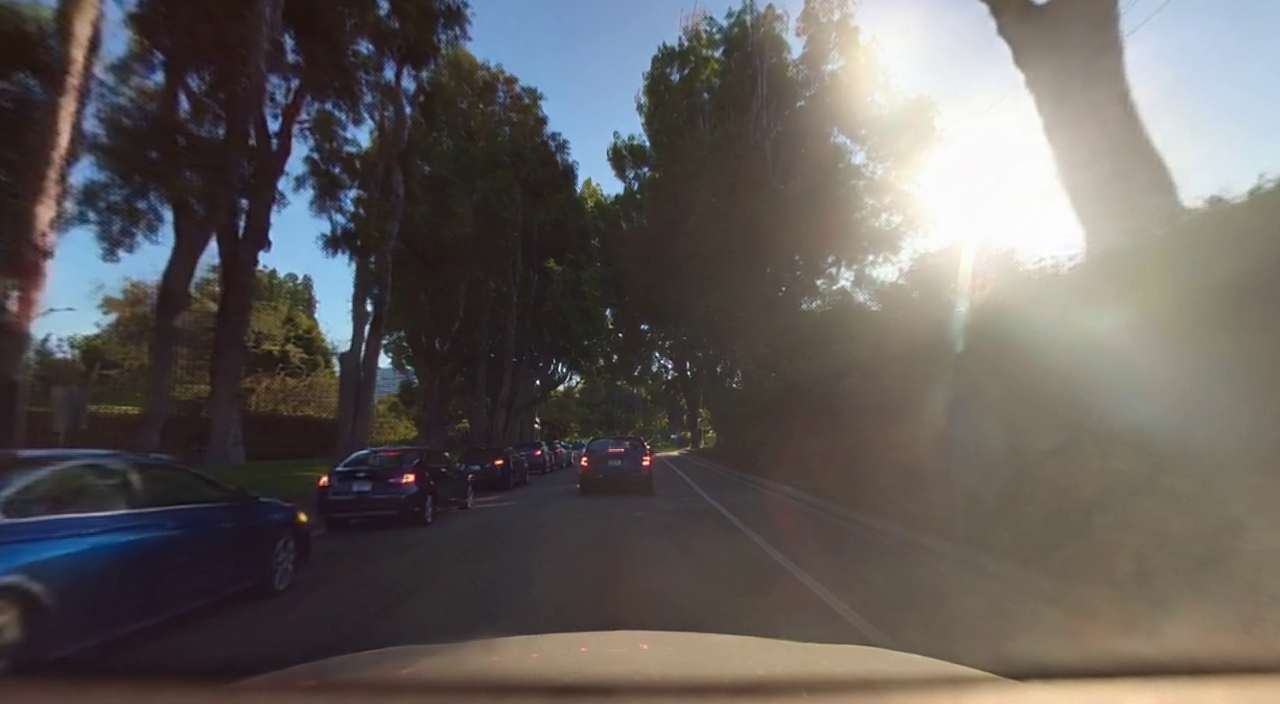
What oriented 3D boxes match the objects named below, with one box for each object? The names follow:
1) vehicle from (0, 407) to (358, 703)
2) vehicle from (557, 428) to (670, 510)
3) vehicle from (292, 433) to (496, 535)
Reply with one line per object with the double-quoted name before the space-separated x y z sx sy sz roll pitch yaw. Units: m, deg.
"vehicle" -3.942 1.166 4.126 1.968 1.459 4.734 0 -8 1
"vehicle" -0.529 2.489 13.943 2.127 1.517 4.090 0 -8 -1
"vehicle" -3.903 2.138 10.895 1.784 1.408 4.141 0 -8 1
